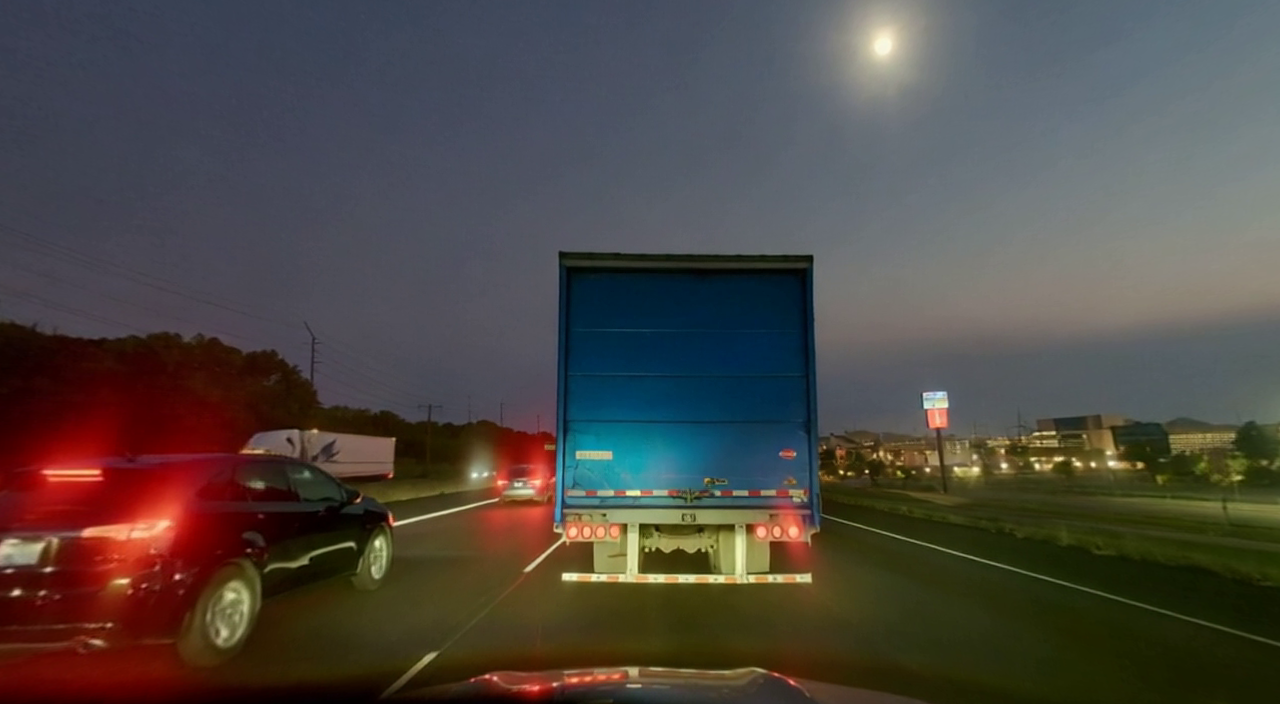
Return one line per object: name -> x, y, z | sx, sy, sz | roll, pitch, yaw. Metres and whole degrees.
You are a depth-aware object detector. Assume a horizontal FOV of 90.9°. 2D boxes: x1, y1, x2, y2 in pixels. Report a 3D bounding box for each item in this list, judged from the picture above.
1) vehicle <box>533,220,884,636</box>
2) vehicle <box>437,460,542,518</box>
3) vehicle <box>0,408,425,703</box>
vehicle -> 0.700, 1.325, 9.685 | 2.831, 3.529, 8.689 | 0, -11, 2
vehicle -> -4.287, 3.980, 18.697 | 1.891, 1.469, 4.431 | 0, -10, 1
vehicle -> -3.838, 1.515, 5.601 | 1.983, 1.575, 4.973 | 0, -10, 1
